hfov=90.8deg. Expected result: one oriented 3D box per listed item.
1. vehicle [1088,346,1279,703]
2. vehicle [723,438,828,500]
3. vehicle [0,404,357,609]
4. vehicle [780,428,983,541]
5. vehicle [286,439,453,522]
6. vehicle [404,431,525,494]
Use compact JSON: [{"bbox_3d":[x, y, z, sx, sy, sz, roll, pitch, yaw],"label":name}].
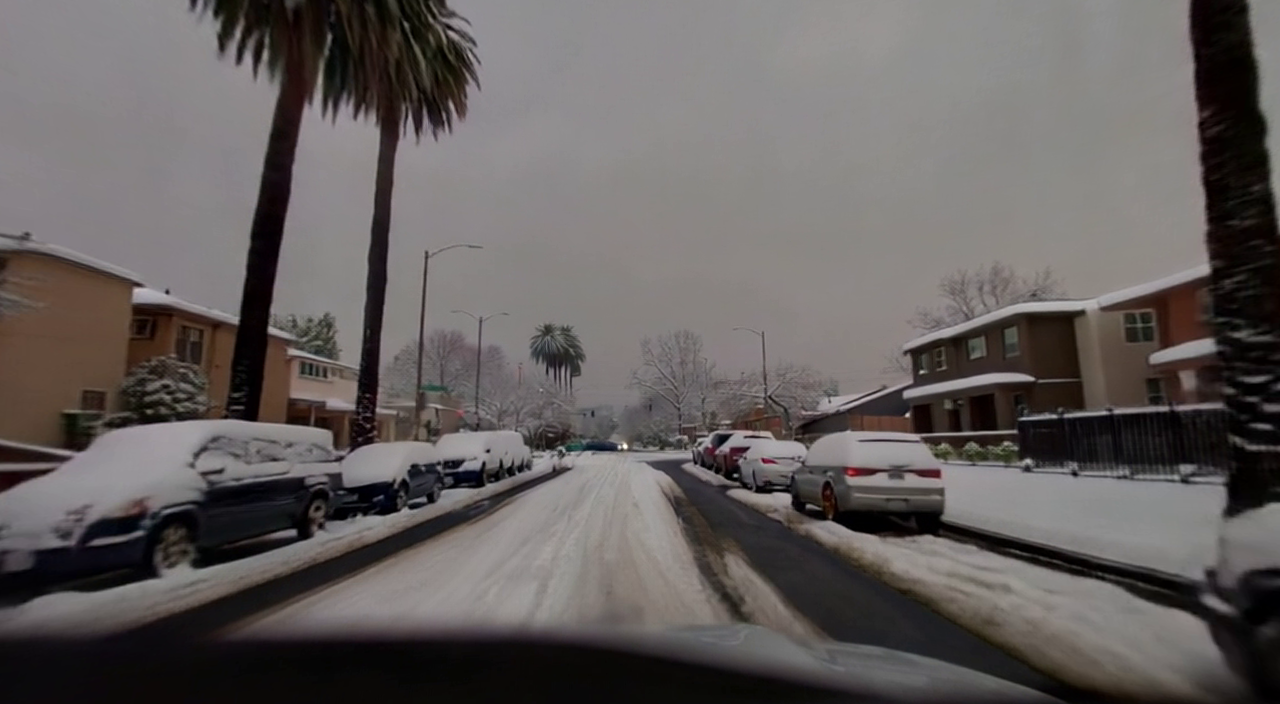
[{"bbox_3d":[3.857,0.699,1.455,2.116,1.817,4.652,0,-8,-1],"label":"vehicle"},{"bbox_3d":[3.752,3.304,18.387,1.958,1.485,4.819,2,-8,0],"label":"vehicle"},{"bbox_3d":[-5.710,1.779,8.316,1.963,1.859,4.884,0,-8,-4],"label":"vehicle"},{"bbox_3d":[4.072,2.290,11.561,1.998,1.649,4.175,0,-8,-1],"label":"vehicle"},{"bbox_3d":[-5.788,2.774,14.266,1.849,1.531,4.562,0,-8,-1],"label":"vehicle"},{"bbox_3d":[-5.709,3.687,21.555,2.316,1.808,5.876,0,-8,1],"label":"vehicle"}]
